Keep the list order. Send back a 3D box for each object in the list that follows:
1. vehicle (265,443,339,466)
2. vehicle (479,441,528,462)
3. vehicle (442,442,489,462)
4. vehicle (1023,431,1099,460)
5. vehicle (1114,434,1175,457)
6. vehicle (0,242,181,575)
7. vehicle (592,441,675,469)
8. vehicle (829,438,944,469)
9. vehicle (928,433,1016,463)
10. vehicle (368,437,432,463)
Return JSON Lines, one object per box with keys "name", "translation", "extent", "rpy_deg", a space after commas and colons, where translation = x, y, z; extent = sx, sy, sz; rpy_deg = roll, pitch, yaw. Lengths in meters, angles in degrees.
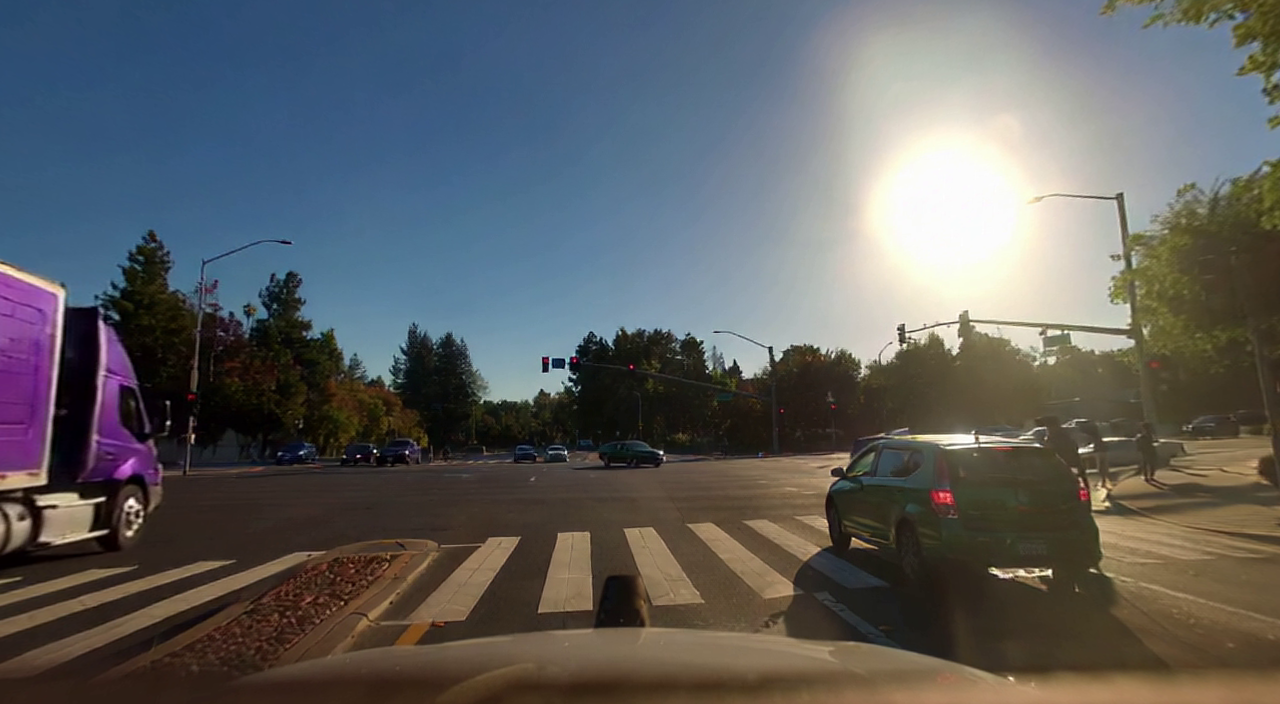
{"name": "vehicle", "translation": [-21.819, 6.641, 40.997], "extent": [1.859, 1.415, 4.591], "rpy_deg": [-1, -9, 8]}
{"name": "vehicle", "translation": [-10.138, 7.468, 47.399], "extent": [2.097, 1.484, 4.596], "rpy_deg": [-1, -9, 8]}
{"name": "vehicle", "translation": [-13.167, 7.590, 47.860], "extent": [1.845, 1.426, 4.289], "rpy_deg": [-1, -9, 8]}
{"name": "vehicle", "translation": [28.320, 6.295, 42.484], "extent": [4.662, 1.840, 2.055], "rpy_deg": [4, -10, -26]}
{"name": "vehicle", "translation": [38.651, 7.158, 48.392], "extent": [4.122, 1.682, 1.930], "rpy_deg": [4, -9, -25]}
{"name": "vehicle", "translation": [-7.727, 0.489, 5.538], "extent": [3.112, 3.230, 6.726], "rpy_deg": [1, -7, -10]}
{"name": "vehicle", "translation": [-0.403, 5.505, 33.945], "extent": [1.911, 1.415, 4.487], "rpy_deg": [8, -12, -43]}
{"name": "vehicle", "translation": [12.315, 5.097, 31.794], "extent": [4.911, 1.504, 2.109], "rpy_deg": [0, -9, 2]}
{"name": "vehicle", "translation": [20.165, 5.824, 38.350], "extent": [5.244, 1.717, 1.897], "rpy_deg": [4, -10, -27]}
{"name": "vehicle", "translation": [-17.374, 7.151, 45.999], "extent": [2.189, 1.753, 4.785], "rpy_deg": [-2, -9, 9]}
